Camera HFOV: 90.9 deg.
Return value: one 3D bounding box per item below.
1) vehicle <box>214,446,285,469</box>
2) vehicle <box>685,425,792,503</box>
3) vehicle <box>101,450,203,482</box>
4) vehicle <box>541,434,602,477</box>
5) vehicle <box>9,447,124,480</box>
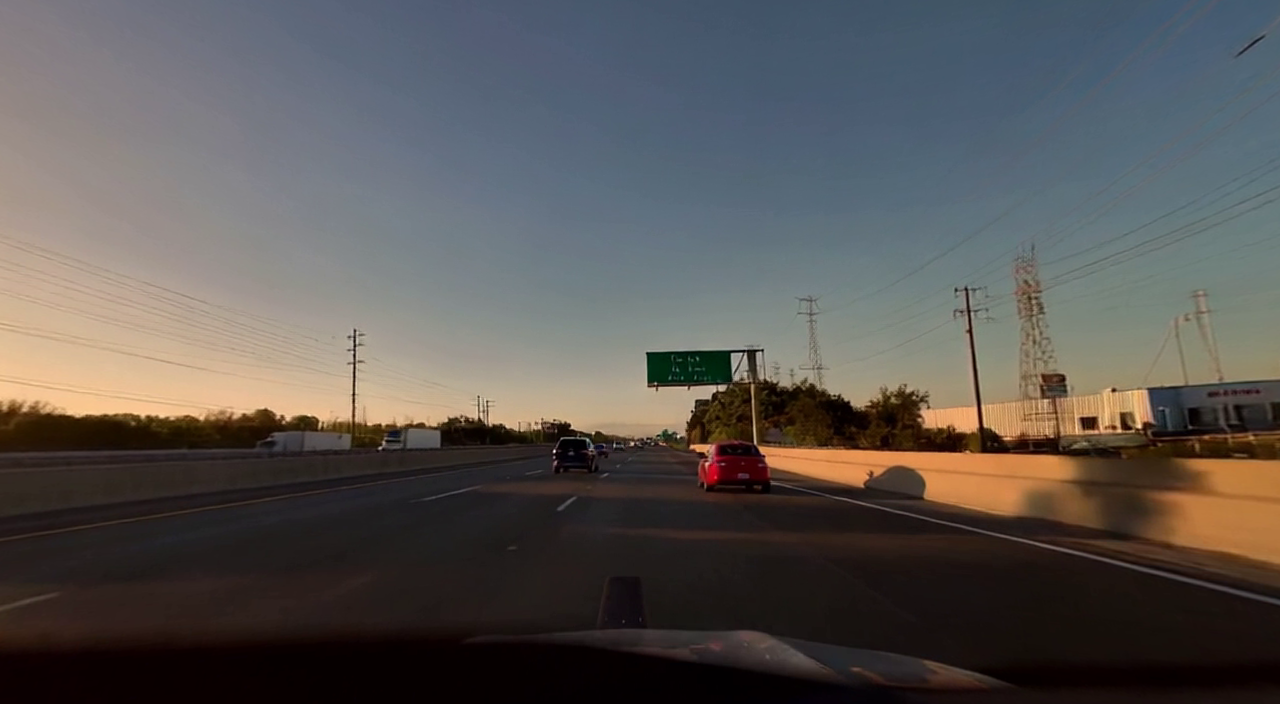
[{"bbox_3d":[-30.341,8.155,49.226,2.070,1.668,5.306,0,-8,1],"label":"vehicle"},{"bbox_3d":[2.359,2.815,16.215,2.134,1.733,4.049,0,-8,1],"label":"vehicle"},{"bbox_3d":[-24.667,5.731,32.083,2.060,1.474,3.952,0,-8,-2],"label":"vehicle"},{"bbox_3d":[-2.950,4.588,28.202,2.125,1.764,4.393,0,-8,1],"label":"vehicle"},{"bbox_3d":[-29.409,5.683,32.557,1.762,1.498,4.459,-1,-8,-1],"label":"vehicle"}]
